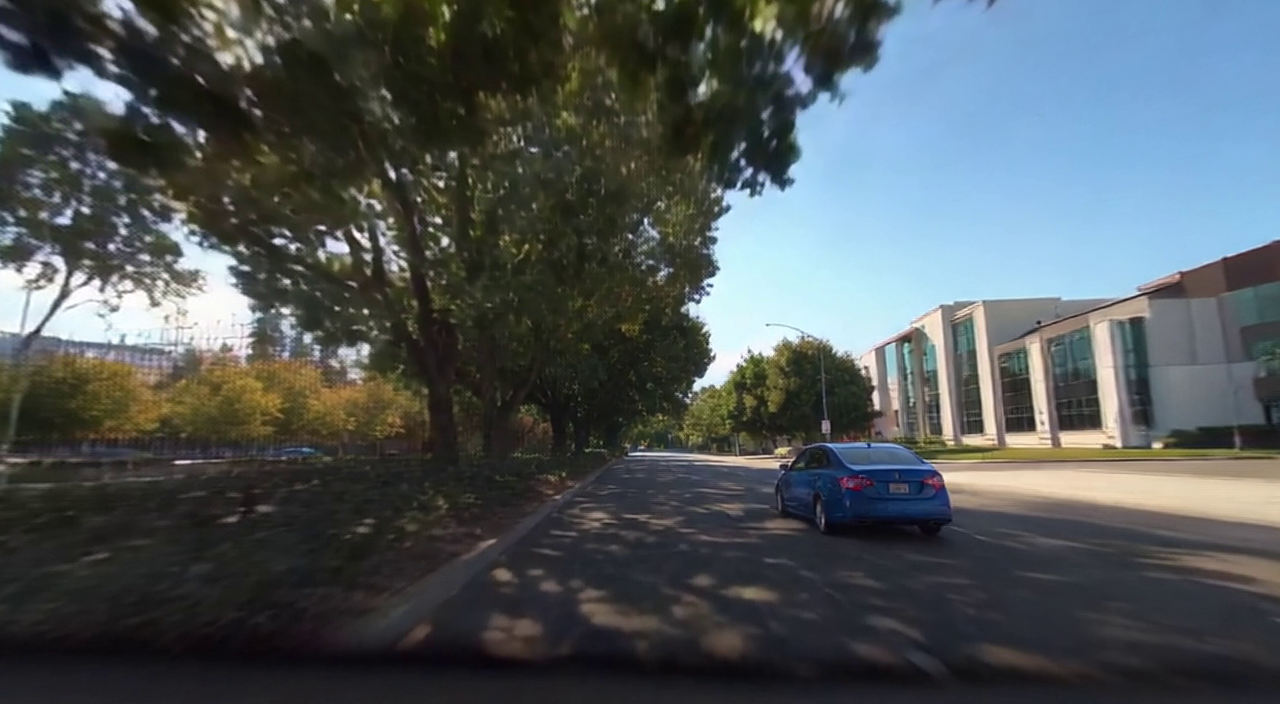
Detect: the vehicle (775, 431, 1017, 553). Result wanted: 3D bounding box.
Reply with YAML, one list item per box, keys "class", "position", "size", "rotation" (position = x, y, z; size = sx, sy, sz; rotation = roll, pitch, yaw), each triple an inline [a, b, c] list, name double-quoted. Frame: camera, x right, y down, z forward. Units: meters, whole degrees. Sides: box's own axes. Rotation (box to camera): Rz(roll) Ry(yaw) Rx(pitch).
- class: "vehicle"
  position: [3.605, 2.029, 9.935]
  size: [1.950, 1.473, 4.259]
  rotation: [0, -8, -1]
